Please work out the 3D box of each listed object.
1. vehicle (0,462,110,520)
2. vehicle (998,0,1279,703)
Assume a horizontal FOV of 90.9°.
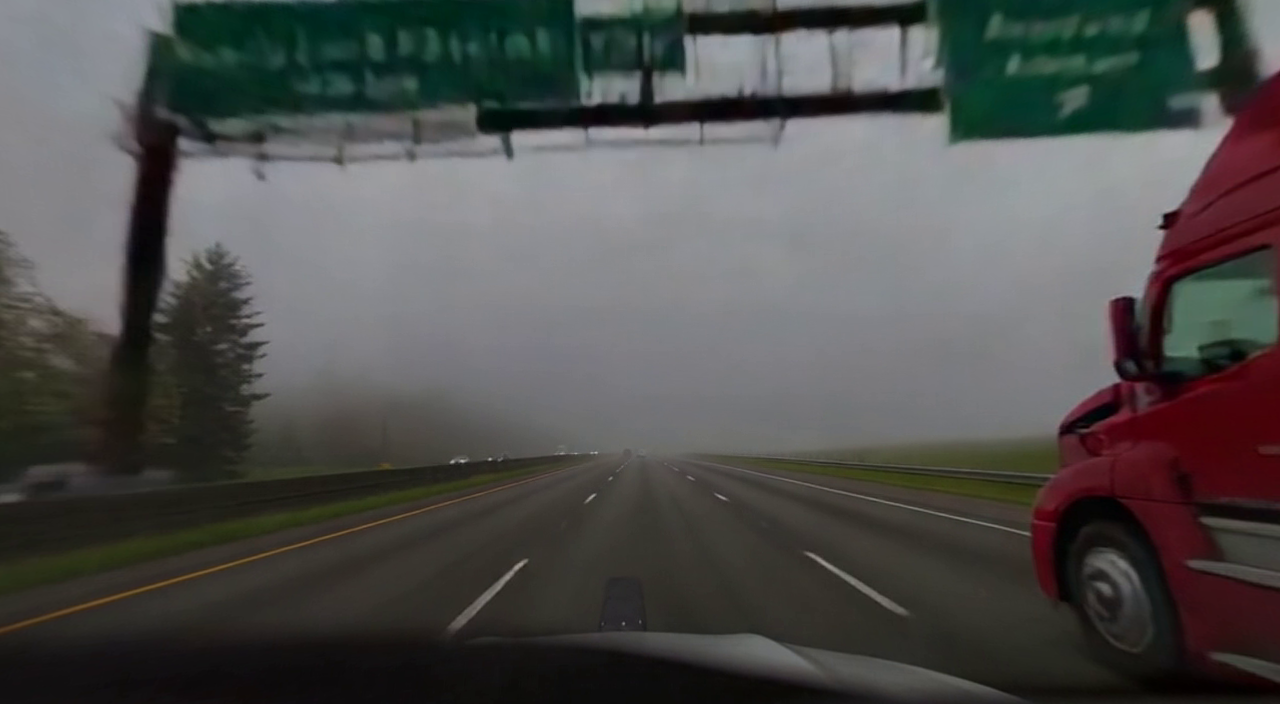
[{"bbox_3d":[-18.200,3.929,18.018,1.945,1.482,4.735,0,-9,0],"label":"vehicle"},{"bbox_3d":[3.997,-0.287,1.138,3.051,3.968,5.943,0,-9,0],"label":"vehicle"}]
